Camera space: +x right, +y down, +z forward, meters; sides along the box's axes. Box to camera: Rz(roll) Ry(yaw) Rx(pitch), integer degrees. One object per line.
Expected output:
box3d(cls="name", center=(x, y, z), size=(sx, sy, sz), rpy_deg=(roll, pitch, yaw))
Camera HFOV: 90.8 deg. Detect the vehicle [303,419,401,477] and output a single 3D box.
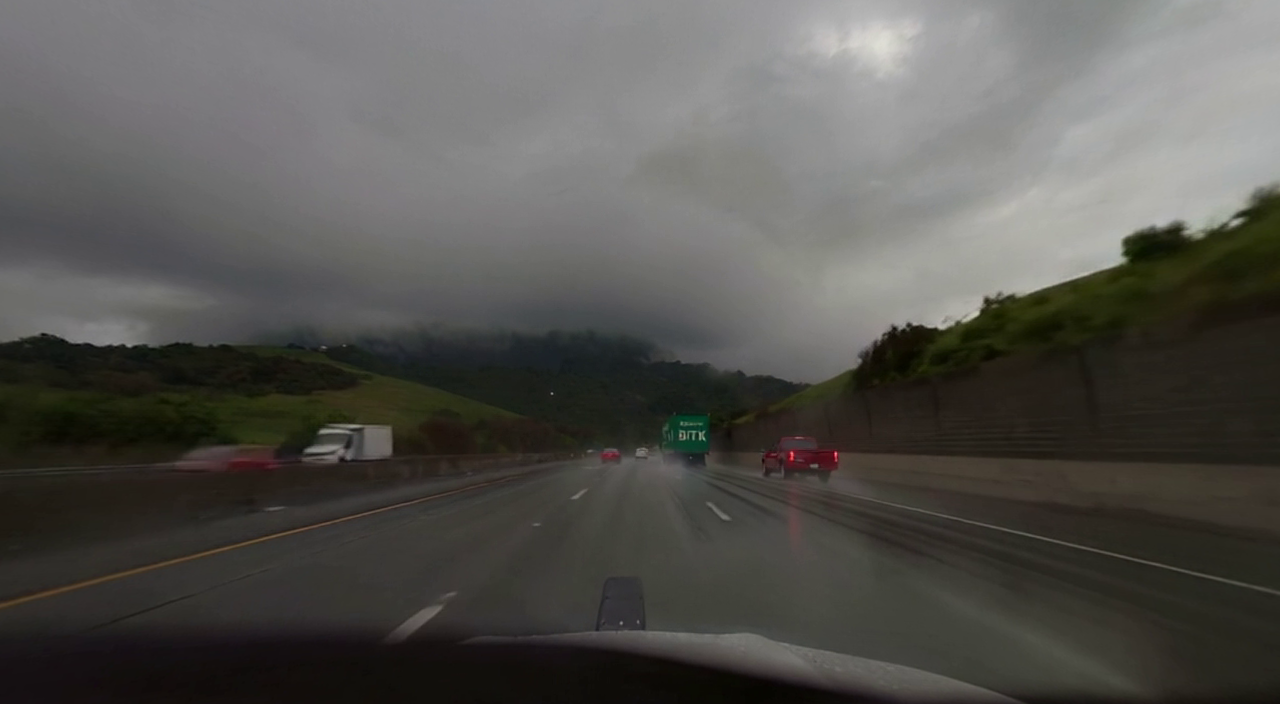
box3d(cls="vehicle", center=(-18.509, 6.266, 41.193), size=(2.637, 3.409, 7.744), rpy_deg=(0, -9, 0))
